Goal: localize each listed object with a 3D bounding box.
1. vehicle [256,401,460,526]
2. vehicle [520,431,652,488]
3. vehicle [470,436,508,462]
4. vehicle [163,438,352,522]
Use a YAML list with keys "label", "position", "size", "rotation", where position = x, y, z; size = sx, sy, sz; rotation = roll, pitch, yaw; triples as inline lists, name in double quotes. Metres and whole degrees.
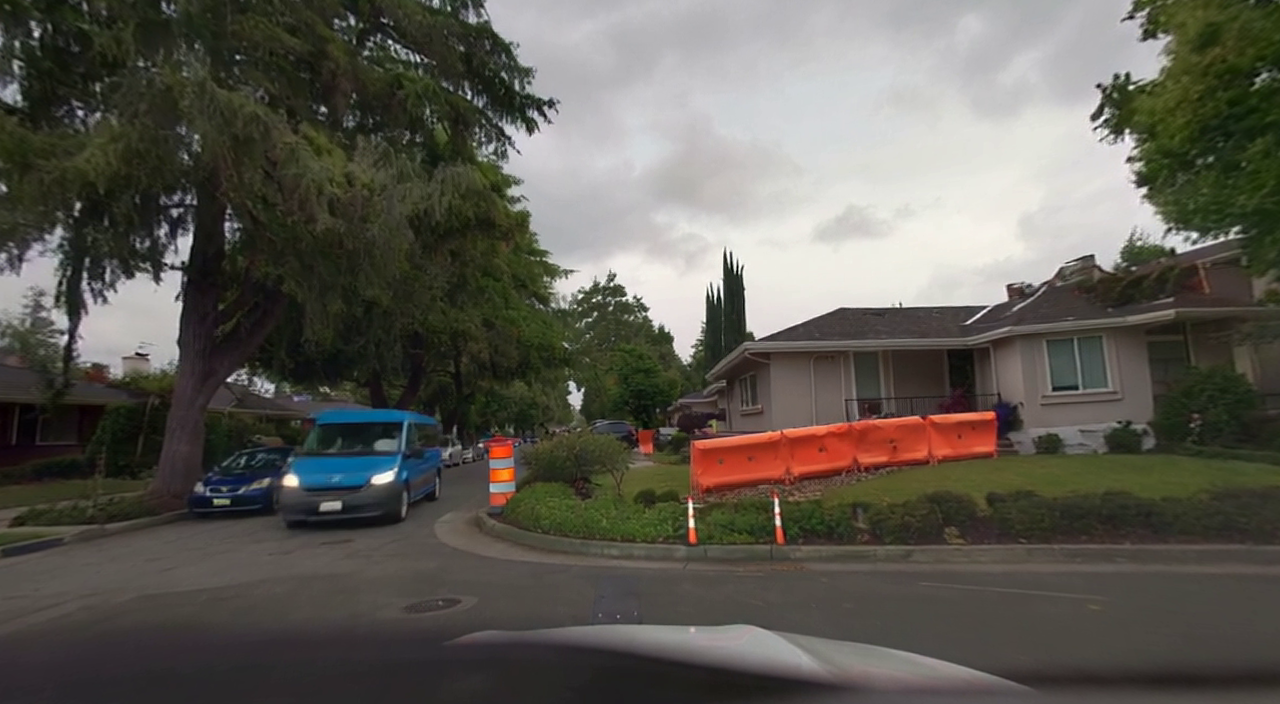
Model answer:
- label: "vehicle"
  position: [-5.184, 2.095, 12.517]
  size: [2.219, 1.984, 4.712]
  rotation: [1, -8, -5]
- label: "vehicle"
  position: [-1.444, 3.058, 18.394]
  size: [1.827, 1.436, 4.070]
  rotation: [-5, -9, 29]
- label: "vehicle"
  position: [-9.984, 6.391, 41.828]
  size: [1.765, 1.493, 4.130]
  rotation: [3, -6, -4]
- label: "vehicle"
  position: [-8.169, 2.704, 13.987]
  size: [1.899, 1.524, 4.082]
  rotation: [0, -7, -5]
